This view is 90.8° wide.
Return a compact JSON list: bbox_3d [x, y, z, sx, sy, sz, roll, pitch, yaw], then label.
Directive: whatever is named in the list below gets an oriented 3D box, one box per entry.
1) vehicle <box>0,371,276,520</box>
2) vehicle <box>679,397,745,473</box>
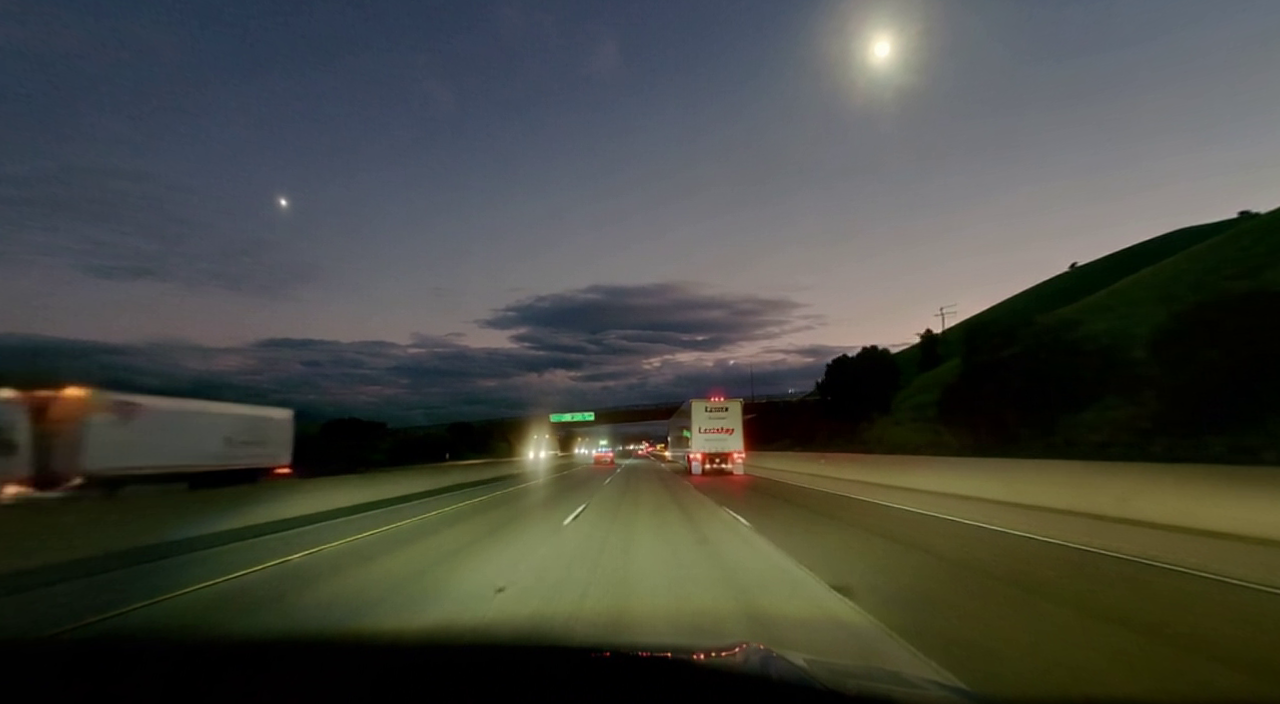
[{"bbox_3d":[-19.241,3.542,23.525,2.909,4.107,14.066,0,-9,0],"label":"vehicle"},{"bbox_3d":[4.065,5.053,37.782,2.885,3.992,8.526,0,-9,0],"label":"vehicle"}]
